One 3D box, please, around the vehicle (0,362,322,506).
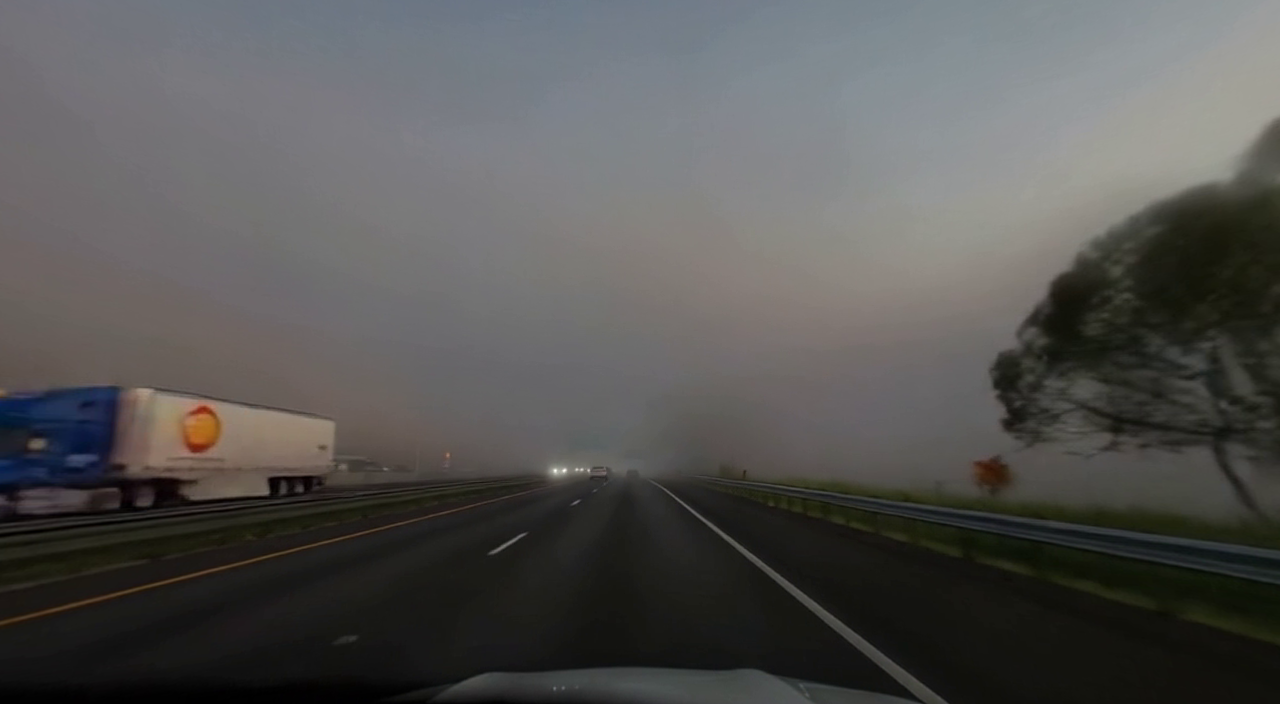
[{"bbox_3d":[-17.716,3.555,24.352,2.999,3.697,16.196,2,-11,-2],"label":"vehicle"}]
